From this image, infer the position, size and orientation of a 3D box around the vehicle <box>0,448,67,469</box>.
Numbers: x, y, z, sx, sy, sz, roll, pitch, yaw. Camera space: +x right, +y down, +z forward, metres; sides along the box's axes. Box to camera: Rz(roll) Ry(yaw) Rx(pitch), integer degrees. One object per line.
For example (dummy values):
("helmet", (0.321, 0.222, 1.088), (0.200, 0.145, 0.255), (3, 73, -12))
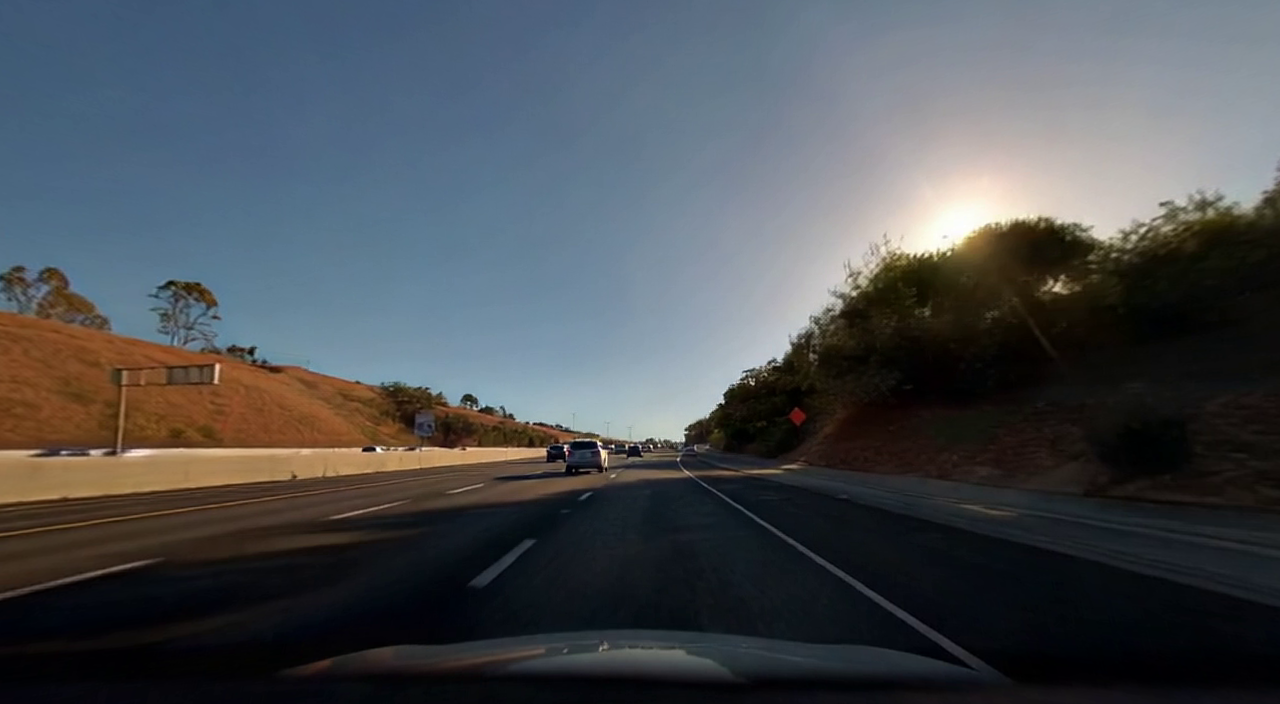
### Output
("vehicle", (-46.176, 8.015, 47.371), (1.798, 1.481, 4.117), (0, -8, 2))

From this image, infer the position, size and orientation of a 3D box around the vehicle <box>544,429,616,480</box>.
("vehicle", (-2.371, 4.275, 26.382), (2.413, 1.896, 5.218), (0, -8, 1))
